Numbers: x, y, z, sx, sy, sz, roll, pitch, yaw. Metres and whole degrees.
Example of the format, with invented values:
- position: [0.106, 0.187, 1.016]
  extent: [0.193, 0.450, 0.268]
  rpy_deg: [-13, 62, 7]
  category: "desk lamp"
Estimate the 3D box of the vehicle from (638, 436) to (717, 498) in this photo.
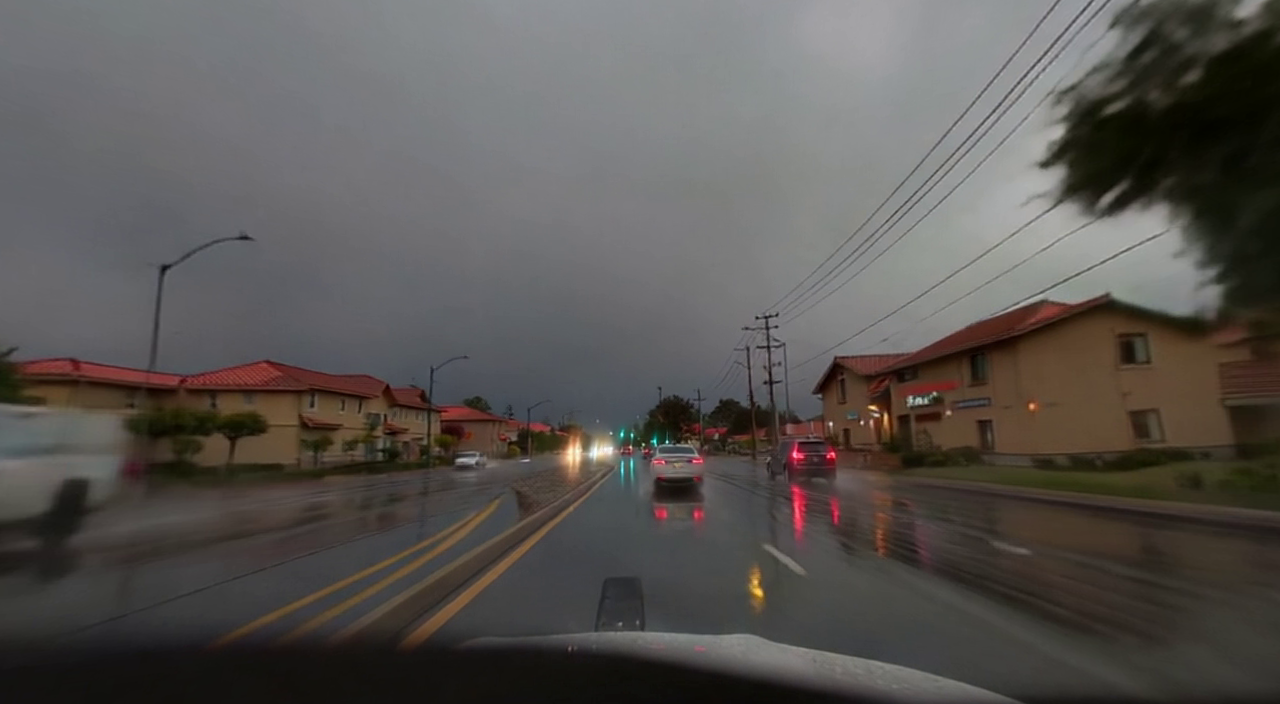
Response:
- position: [1.034, 3.541, 19.728]
  extent: [2.138, 1.702, 4.168]
  rpy_deg: [0, -9, -1]
  category: "vehicle"

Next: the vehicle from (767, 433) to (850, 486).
- position: [6.483, 4.211, 24.817]
  extent: [2.061, 1.889, 4.268]
  rpy_deg: [0, -9, 0]
  category: "vehicle"
